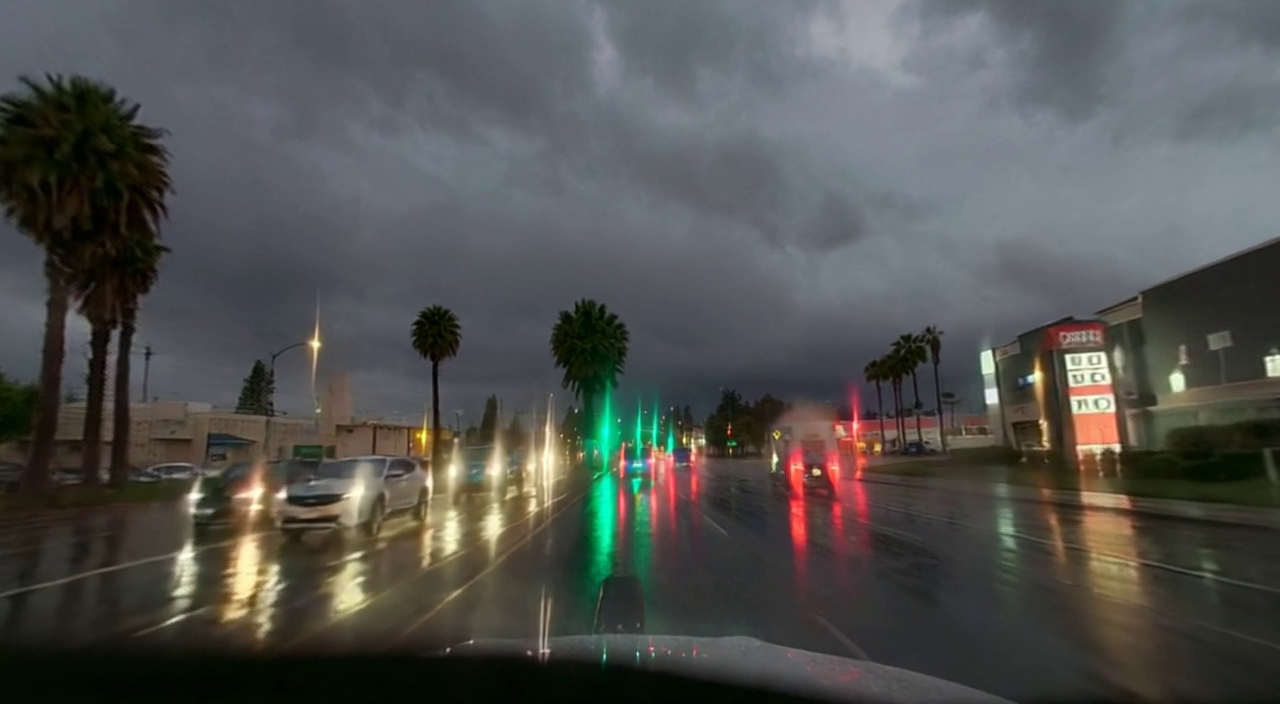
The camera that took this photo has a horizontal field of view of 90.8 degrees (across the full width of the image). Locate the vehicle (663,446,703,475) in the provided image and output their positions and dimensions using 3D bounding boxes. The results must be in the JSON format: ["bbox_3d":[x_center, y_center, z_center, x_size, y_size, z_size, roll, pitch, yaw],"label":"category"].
[{"bbox_3d":[2.681,6.913,40.386,2.112,1.710,4.234,0,-9,-1],"label":"vehicle"}]

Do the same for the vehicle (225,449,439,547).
[{"bbox_3d":[-5.643,2.671,12.351,2.017,1.463,4.384,-2,-9,0],"label":"vehicle"}]

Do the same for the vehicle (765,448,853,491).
[{"bbox_3d":[6.209,4.357,23.769,1.944,1.447,4.309,0,-9,-2],"label":"vehicle"}]

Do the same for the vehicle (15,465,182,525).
[{"bbox_3d":[-15.504,4.063,18.365,1.712,1.454,3.535,0,-9,-1],"label":"vehicle"}]

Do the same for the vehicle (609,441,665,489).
[{"bbox_3d":[-0.164,4.625,26.181,2.151,1.787,4.109,0,-9,-1],"label":"vehicle"}]

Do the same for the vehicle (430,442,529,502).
[{"bbox_3d":[-5.226,3.950,21.275,2.160,1.769,4.494,0,-9,0],"label":"vehicle"}]
